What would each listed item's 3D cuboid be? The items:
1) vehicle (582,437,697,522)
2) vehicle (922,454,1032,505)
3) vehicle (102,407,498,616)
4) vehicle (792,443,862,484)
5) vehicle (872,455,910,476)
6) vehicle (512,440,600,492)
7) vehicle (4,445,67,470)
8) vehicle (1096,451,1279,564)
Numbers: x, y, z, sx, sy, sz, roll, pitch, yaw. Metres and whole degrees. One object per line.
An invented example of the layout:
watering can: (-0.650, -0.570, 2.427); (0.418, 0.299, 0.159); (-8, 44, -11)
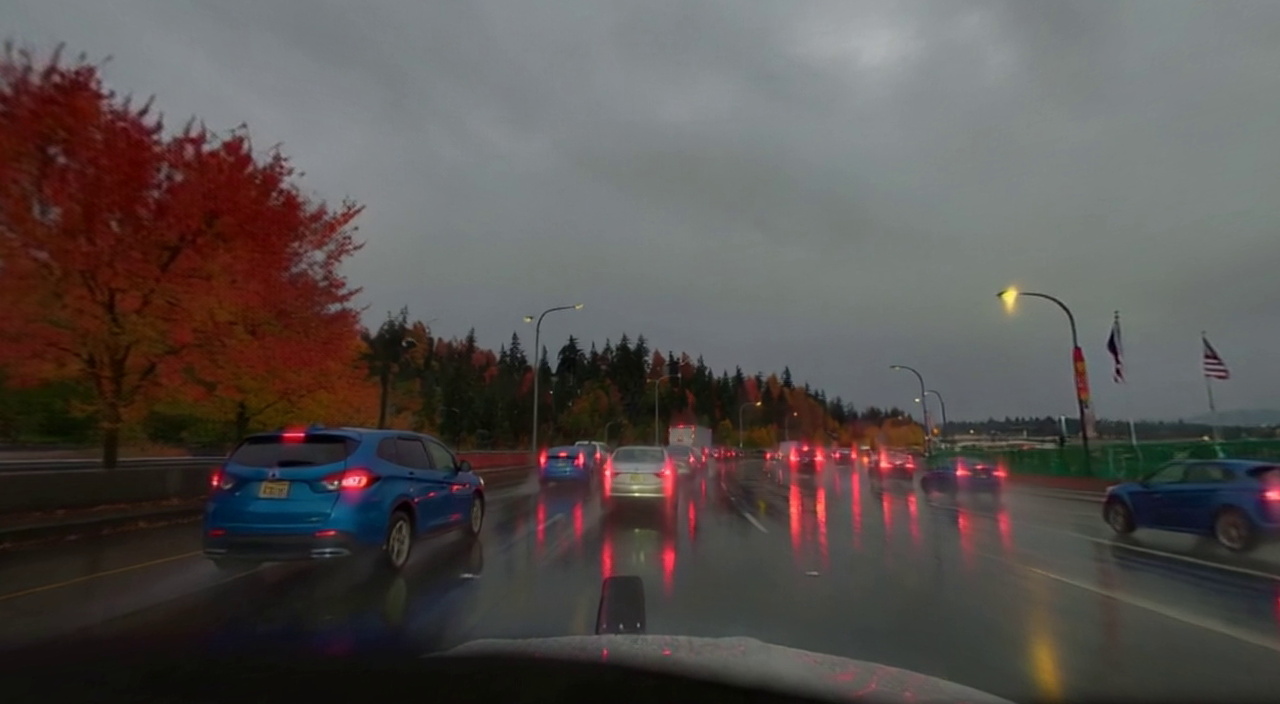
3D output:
vehicle: (0.143, 2.651, 13.660); (2.090, 1.506, 4.276); (0, -9, 4)
vehicle: (11.198, 4.230, 21.234); (1.749, 1.481, 3.808); (0, -9, 3)
vehicle: (-3.236, 1.597, 7.252); (1.988, 1.635, 4.260); (0, -9, 3)
vehicle: (7.700, 4.598, 26.339); (1.944, 1.544, 4.301); (0, -9, 5)
vehicle: (18.872, 8.525, 47.486); (1.828, 1.479, 4.391); (-1, -9, 11)
vehicle: (-2.677, 3.782, 21.276); (1.974, 1.549, 4.603); (0, -9, 5)
vehicle: (-40.155, 6.999, 41.839); (3.667, 1.465, 1.735); (-4, -5, 24)
vehicle: (10.228, 2.490, 10.592); (1.934, 1.585, 4.397); (0, -9, 3)
